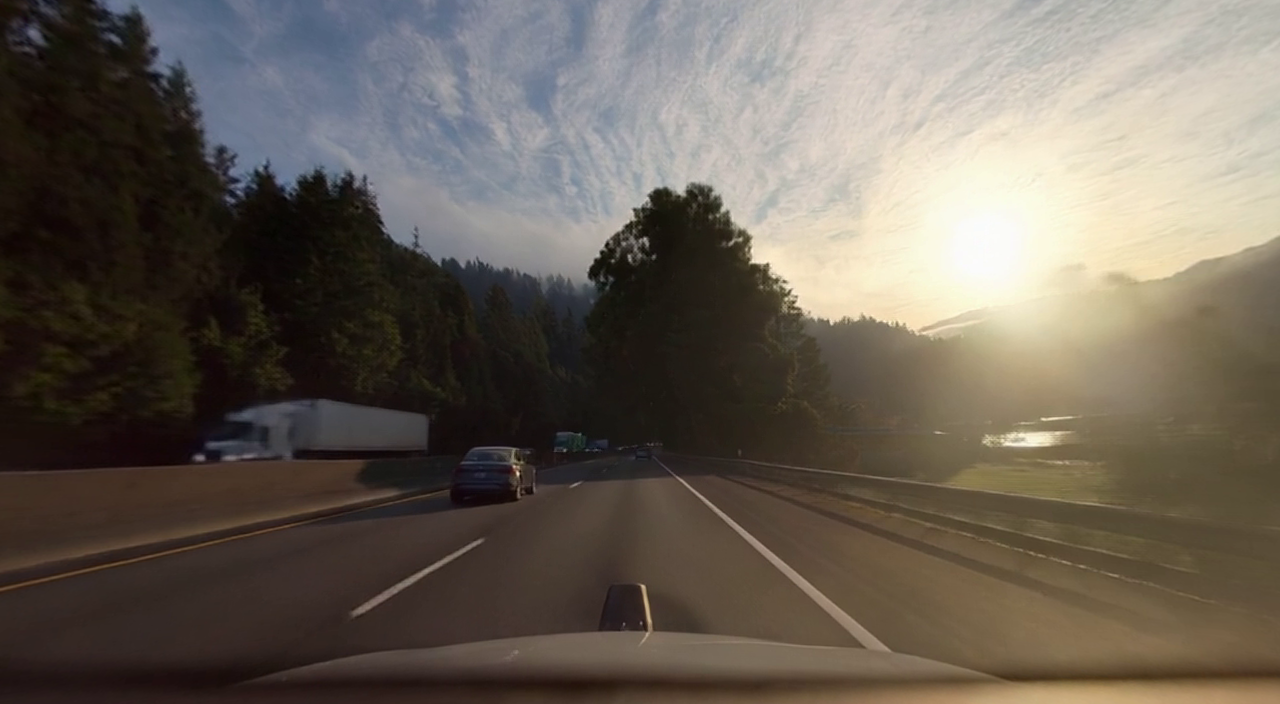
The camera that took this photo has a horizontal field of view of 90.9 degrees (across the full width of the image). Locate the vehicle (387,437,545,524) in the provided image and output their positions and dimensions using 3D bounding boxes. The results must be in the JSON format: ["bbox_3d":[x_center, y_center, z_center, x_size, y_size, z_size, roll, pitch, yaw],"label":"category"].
[{"bbox_3d":[-3.399,2.624,13.408,1.969,1.505,4.636,0,-9,1],"label":"vehicle"}]

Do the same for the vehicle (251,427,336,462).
[{"bbox_3d":[-16.949,4.592,31.066,1.826,1.580,4.127,0,-9,0],"label":"vehicle"}]

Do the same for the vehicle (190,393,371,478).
[{"bbox_3d":[-17.174,4.265,31.418,2.929,3.546,10.119,0,-9,0],"label":"vehicle"}]
